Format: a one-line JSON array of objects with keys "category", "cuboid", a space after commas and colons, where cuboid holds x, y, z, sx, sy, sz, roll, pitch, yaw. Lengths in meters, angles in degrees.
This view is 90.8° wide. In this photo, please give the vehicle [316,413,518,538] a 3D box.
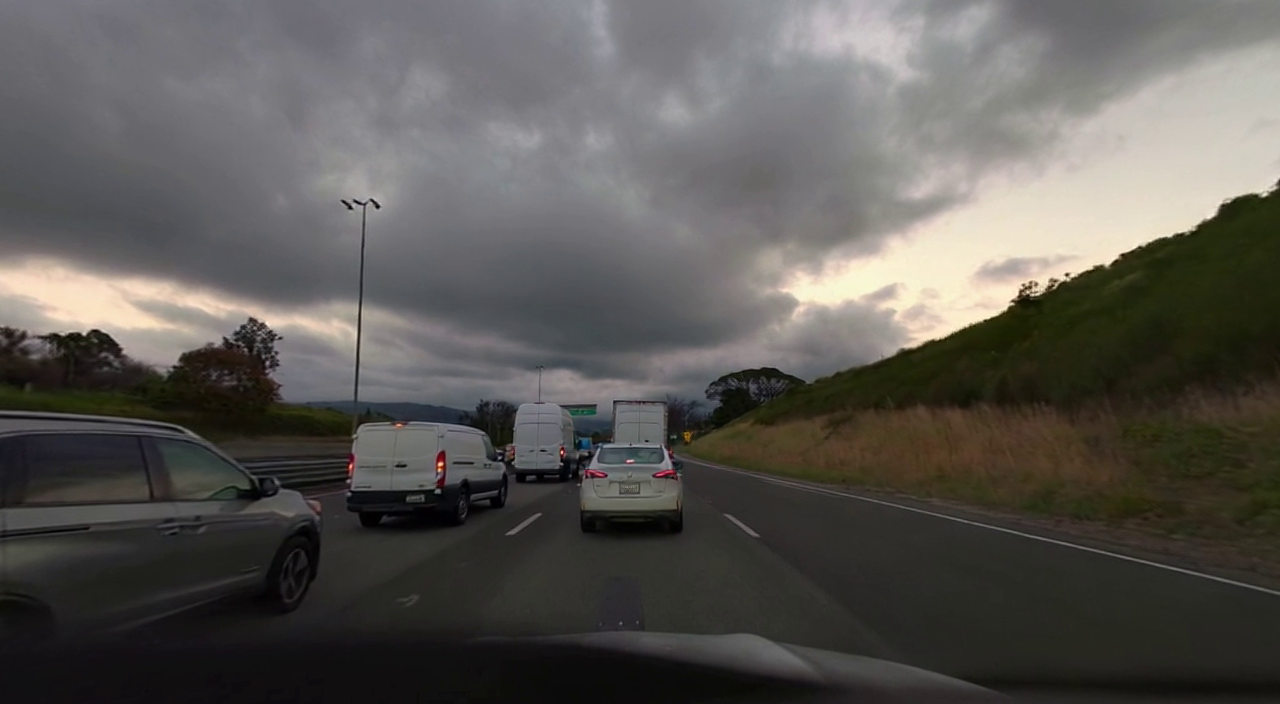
[{"category": "vehicle", "cuboid": [-3.937, 2.289, 12.202, 2.055, 1.913, 4.584, -1, -9, 2]}]

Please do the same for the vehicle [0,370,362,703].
[{"category": "vehicle", "cuboid": [-3.660, 1.088, 3.699, 2.029, 1.656, 4.437, 0, -9, 0]}]

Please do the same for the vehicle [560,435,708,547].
[{"category": "vehicle", "cuboid": [-0.080, 2.155, 10.314, 1.995, 1.495, 3.380, 0, -9, 0]}]
